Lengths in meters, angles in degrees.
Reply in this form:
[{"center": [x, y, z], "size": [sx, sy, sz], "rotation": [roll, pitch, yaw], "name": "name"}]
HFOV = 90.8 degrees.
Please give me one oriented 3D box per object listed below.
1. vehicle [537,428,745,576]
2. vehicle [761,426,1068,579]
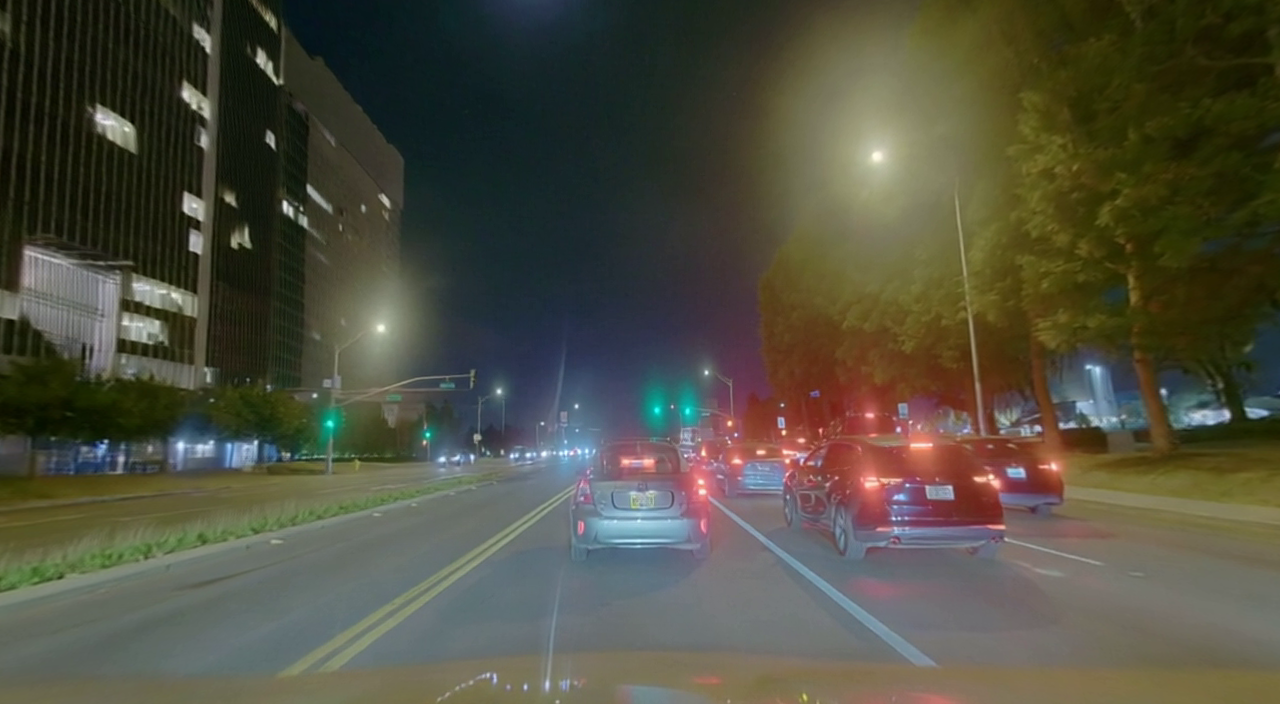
[{"center": [-0.036, 1.825, 8.532], "size": [2.105, 1.474, 4.127], "rotation": [0, -8, -1], "name": "vehicle"}, {"center": [3.134, 1.809, 8.513], "size": [1.995, 1.483, 4.533], "rotation": [0, -8, -2], "name": "vehicle"}]
